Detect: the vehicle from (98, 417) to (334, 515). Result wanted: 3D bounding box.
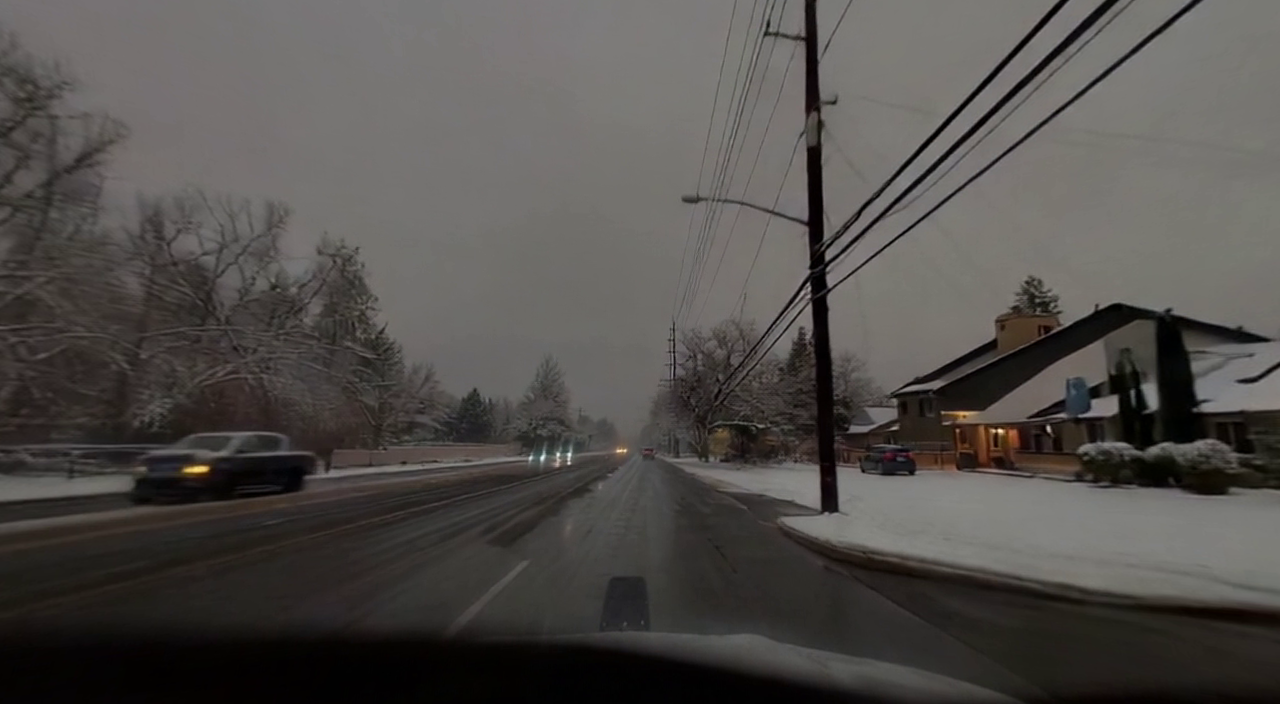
[{"bbox_3d":[-9.267,2.537,14.440,2.057,1.865,4.626,0,-9,1],"label":"vehicle"}]

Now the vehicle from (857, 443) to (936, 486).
[{"bbox_3d":[10.754,4.727,26.698,1.737,1.633,3.268,-1,-9,-4],"label":"vehicle"}]
